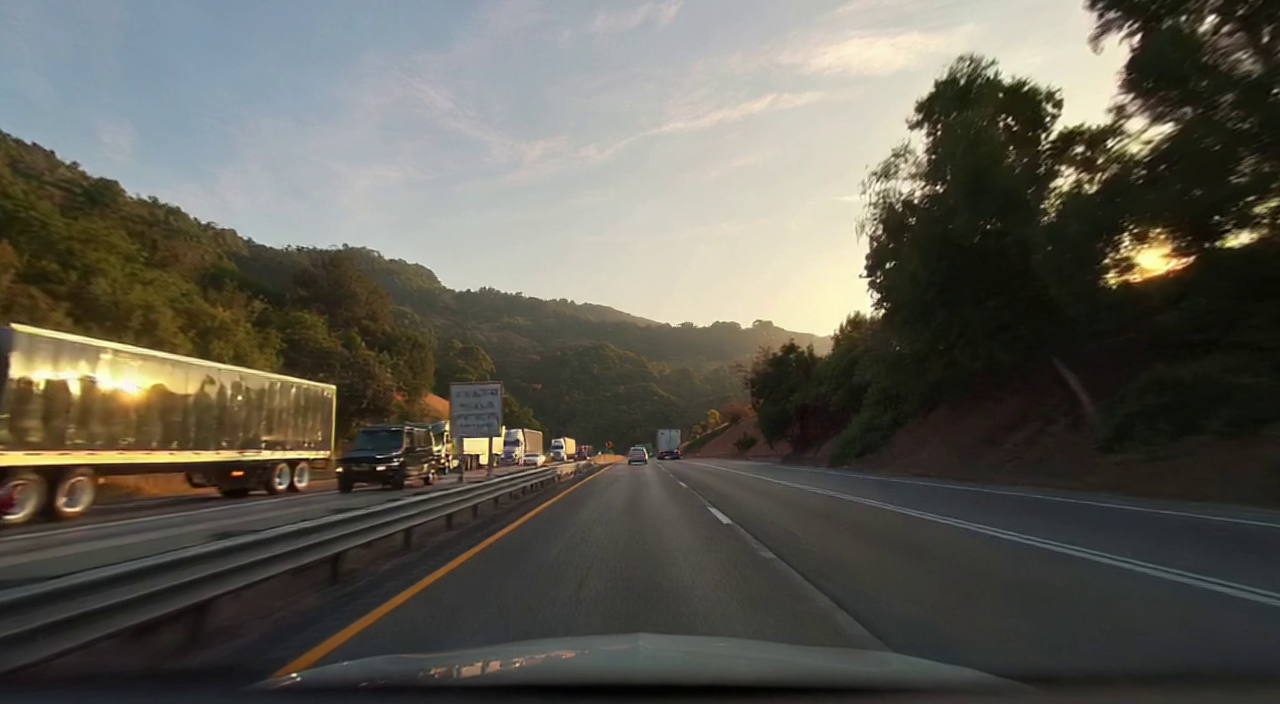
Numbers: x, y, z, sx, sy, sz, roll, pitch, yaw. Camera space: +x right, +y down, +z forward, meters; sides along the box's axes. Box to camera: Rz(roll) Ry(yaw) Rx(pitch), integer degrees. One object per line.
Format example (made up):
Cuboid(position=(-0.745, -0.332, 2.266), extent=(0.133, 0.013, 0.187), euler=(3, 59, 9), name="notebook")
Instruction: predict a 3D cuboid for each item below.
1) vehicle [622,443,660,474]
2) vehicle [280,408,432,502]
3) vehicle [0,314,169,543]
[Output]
Cuboid(position=(0.036, 6.252, 37.134), extent=(2.137, 1.689, 4.051), euler=(0, -9, -1), name="vehicle")
Cuboid(position=(-8.760, 3.266, 20.250), extent=(2.206, 2.572, 5.674), euler=(0, -9, -1), name="vehicle")
Cuboid(position=(-12.908, 1.445, 11.691), extent=(3.161, 4.011, 6.480), euler=(0, -9, -1), name="vehicle")
